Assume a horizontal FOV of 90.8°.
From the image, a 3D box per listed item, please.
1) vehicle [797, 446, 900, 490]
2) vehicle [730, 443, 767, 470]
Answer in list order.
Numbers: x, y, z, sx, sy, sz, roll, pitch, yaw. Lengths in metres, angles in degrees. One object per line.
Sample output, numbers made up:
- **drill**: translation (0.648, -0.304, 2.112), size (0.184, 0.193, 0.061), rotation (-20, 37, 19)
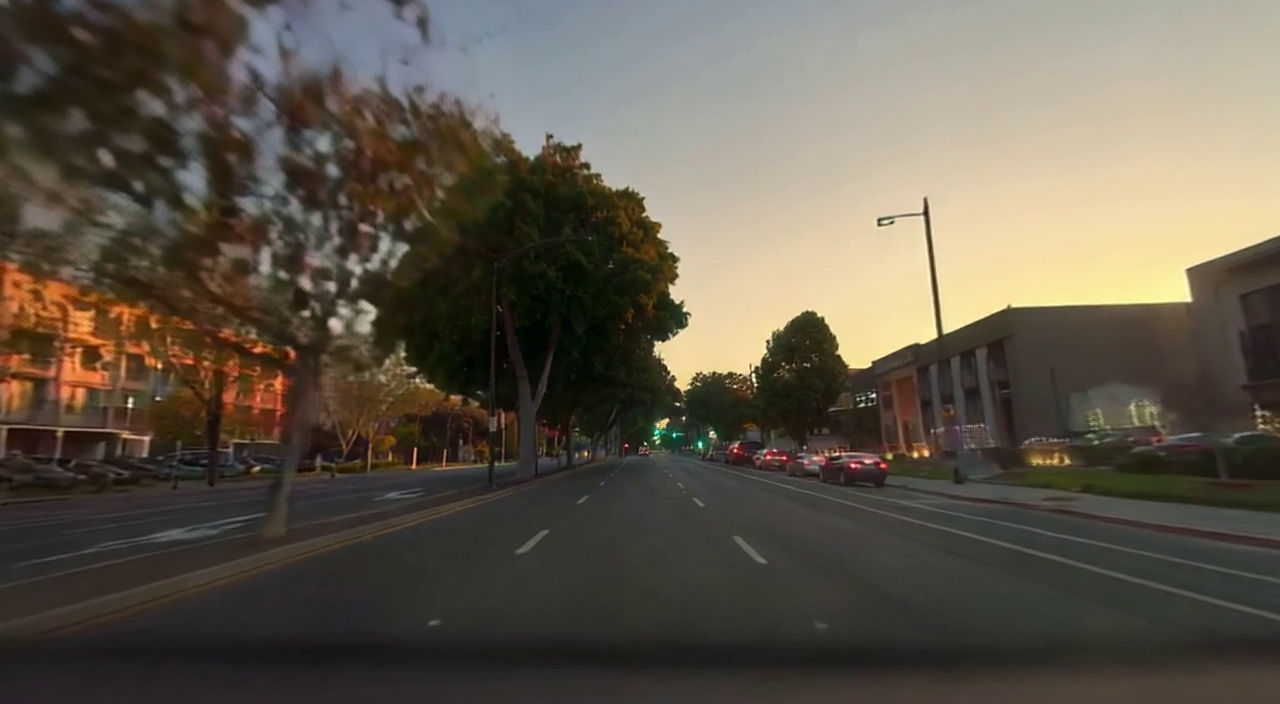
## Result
- **vehicle**: translation (7.534, 4.225, 23.444), size (2.066, 1.451, 4.783), rotation (0, -8, -2)
- **vehicle**: translation (7.662, 7.390, 44.934), size (1.939, 1.761, 4.711), rotation (0, -8, 1)
